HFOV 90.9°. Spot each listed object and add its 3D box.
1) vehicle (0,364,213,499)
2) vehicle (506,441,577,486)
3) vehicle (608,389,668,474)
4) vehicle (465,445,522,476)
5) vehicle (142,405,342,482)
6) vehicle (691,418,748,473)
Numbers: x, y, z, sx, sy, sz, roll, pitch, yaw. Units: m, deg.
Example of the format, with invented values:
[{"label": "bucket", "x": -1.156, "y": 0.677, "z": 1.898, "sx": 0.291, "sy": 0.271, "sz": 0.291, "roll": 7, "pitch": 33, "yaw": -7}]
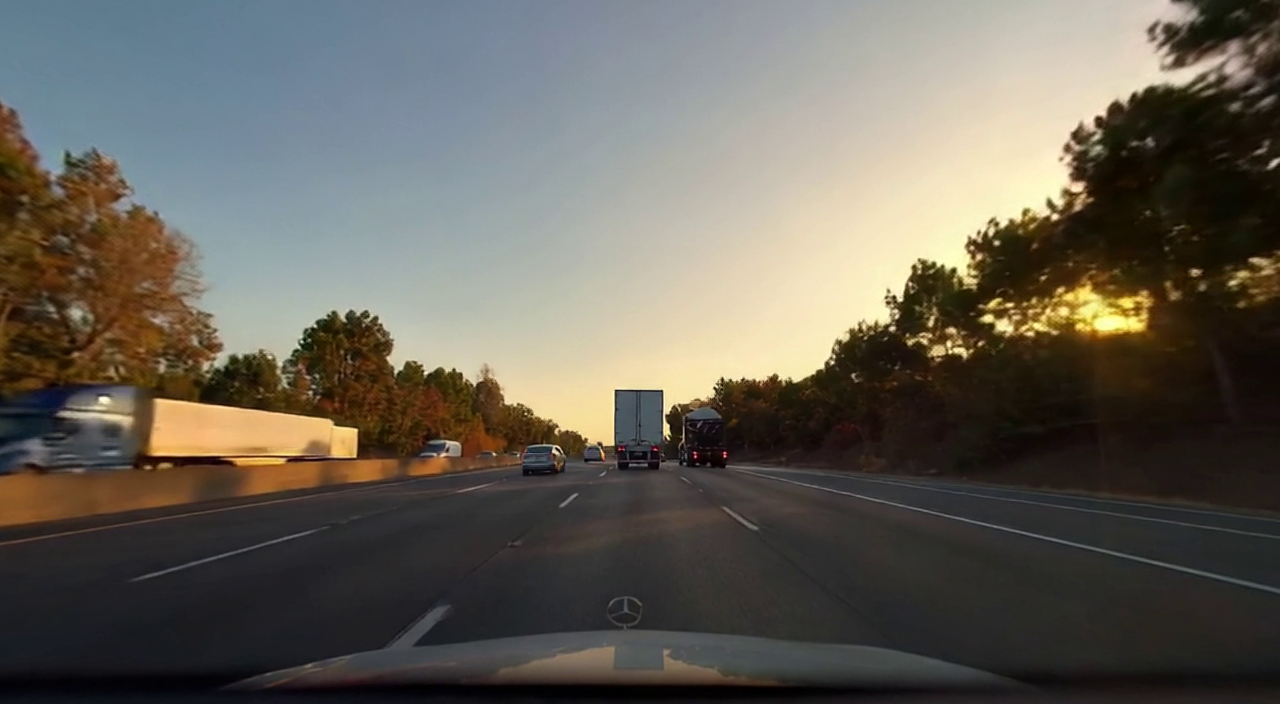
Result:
[{"label": "vehicle", "x": -18.443, "y": 2.737, "z": 21.076, "sx": 3.084, "sy": 3.687, "sz": 7.389, "roll": 0, "pitch": -9, "yaw": -1}, {"label": "vehicle", "x": -3.677, "y": 4.227, "z": 24.206, "sx": 2.061, "sy": 1.555, "sz": 3.900, "roll": 0, "pitch": -9, "yaw": 0}, {"label": "vehicle", "x": -0.208, "y": 4.746, "z": 36.474, "sx": 2.875, "sy": 4.056, "sz": 12.312, "roll": 0, "pitch": -9, "yaw": -1}, {"label": "vehicle", "x": -7.463, "y": 5.556, "z": 32.440, "sx": 1.926, "sy": 1.482, "sz": 3.959, "roll": 0, "pitch": -9, "yaw": 1}, {"label": "vehicle", "x": -18.545, "y": 4.496, "z": 30.749, "sx": 2.817, "sy": 3.096, "sz": 10.655, "roll": 0, "pitch": -9, "yaw": 0}, {"label": "vehicle", "x": 4.420, "y": 5.305, "z": 35.782, "sx": 2.565, "sy": 2.902, "sz": 3.798, "roll": 0, "pitch": -9, "yaw": -2}]
